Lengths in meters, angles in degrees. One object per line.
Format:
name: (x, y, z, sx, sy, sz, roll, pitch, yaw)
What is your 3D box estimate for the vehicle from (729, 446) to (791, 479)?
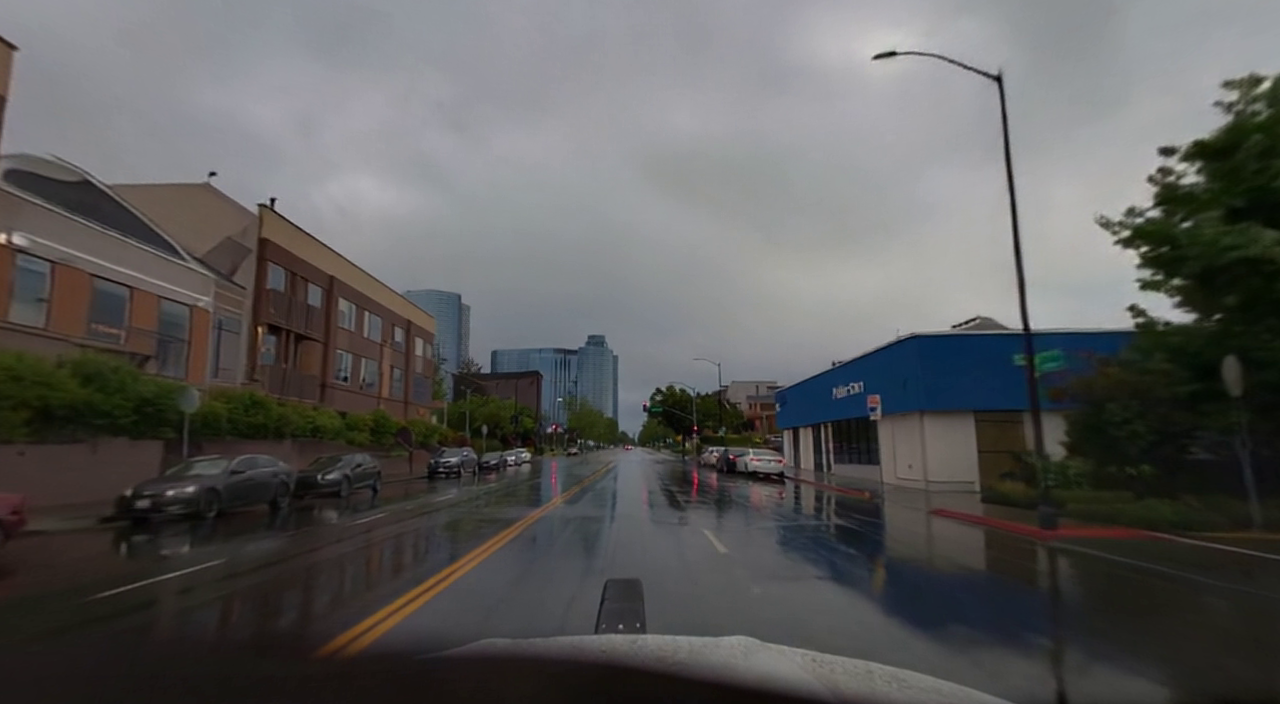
vehicle: (6.012, 5.571, 32.270, 2.038, 1.482, 4.994, 0, -8, -2)

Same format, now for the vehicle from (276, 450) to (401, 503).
vehicle: (-9.672, 3.991, 20.748, 2.021, 1.482, 4.601, 0, -8, -3)

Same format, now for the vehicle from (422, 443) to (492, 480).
vehicle: (-10.003, 5.981, 35.056, 2.228, 1.863, 5.407, 0, -8, 1)

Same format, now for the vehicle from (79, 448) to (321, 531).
vehicle: (-10.079, 3.136, 15.206, 1.995, 1.564, 5.321, 0, -8, 0)
